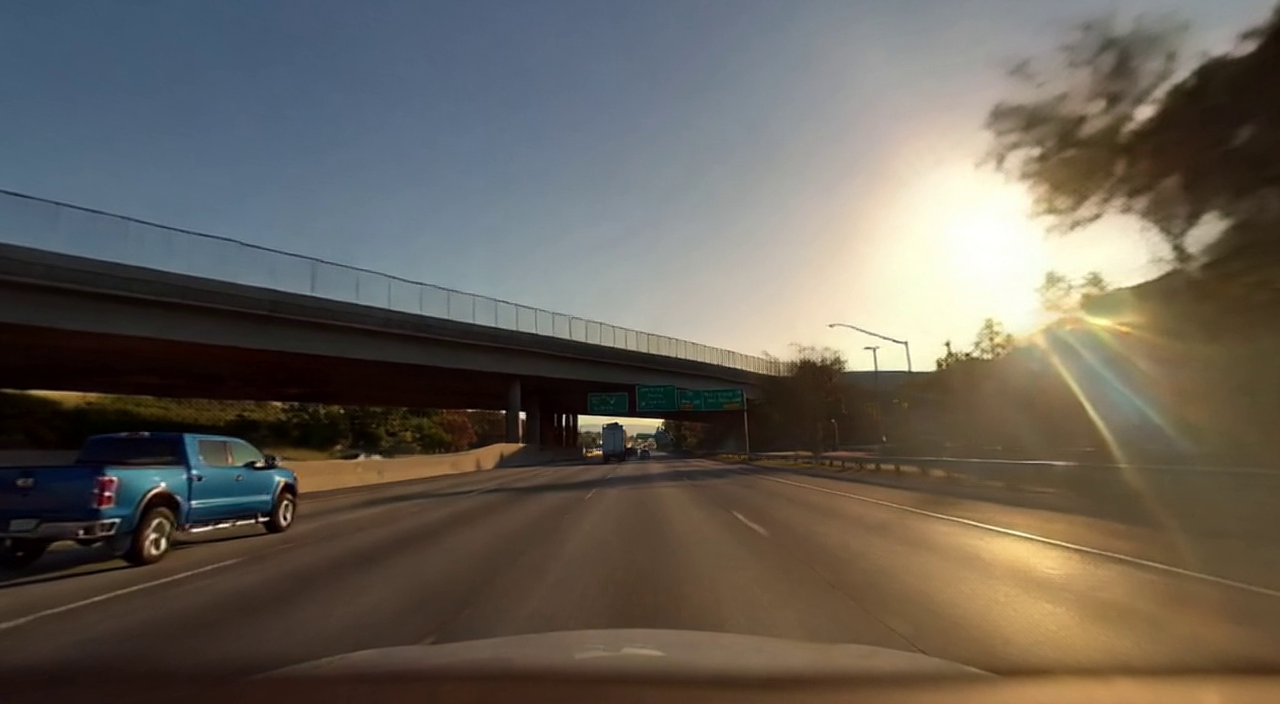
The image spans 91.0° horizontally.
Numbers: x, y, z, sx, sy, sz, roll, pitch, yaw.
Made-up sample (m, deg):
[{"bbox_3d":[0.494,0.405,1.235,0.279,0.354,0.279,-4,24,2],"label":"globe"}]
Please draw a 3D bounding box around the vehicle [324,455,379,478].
[{"bbox_3d":[-21.455,8.480,47.024,1.830,1.554,4.619,0,-9,1],"label":"vehicle"}]

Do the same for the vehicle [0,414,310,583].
[{"bbox_3d":[-7.067,1.870,8.912,2.168,1.729,4.724,0,-9,1],"label":"vehicle"}]
